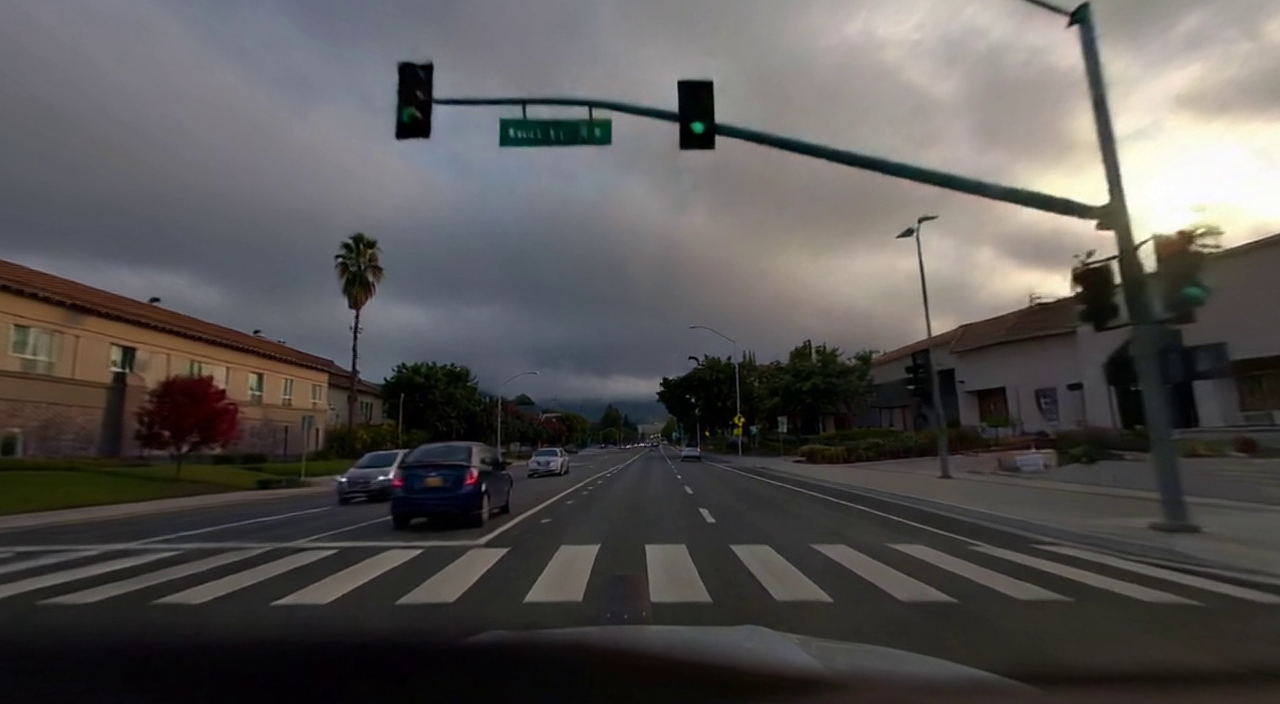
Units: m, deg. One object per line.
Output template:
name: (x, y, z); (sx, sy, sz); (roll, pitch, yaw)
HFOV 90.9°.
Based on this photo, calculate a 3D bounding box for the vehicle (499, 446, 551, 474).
vehicle: (-6.643, 6.234, 36.786); (1.998, 1.503, 4.699); (0, -8, 2)

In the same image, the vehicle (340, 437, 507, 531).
vehicle: (-4.491, 2.731, 13.837); (2.070, 1.481, 4.266); (-5, -7, 1)
